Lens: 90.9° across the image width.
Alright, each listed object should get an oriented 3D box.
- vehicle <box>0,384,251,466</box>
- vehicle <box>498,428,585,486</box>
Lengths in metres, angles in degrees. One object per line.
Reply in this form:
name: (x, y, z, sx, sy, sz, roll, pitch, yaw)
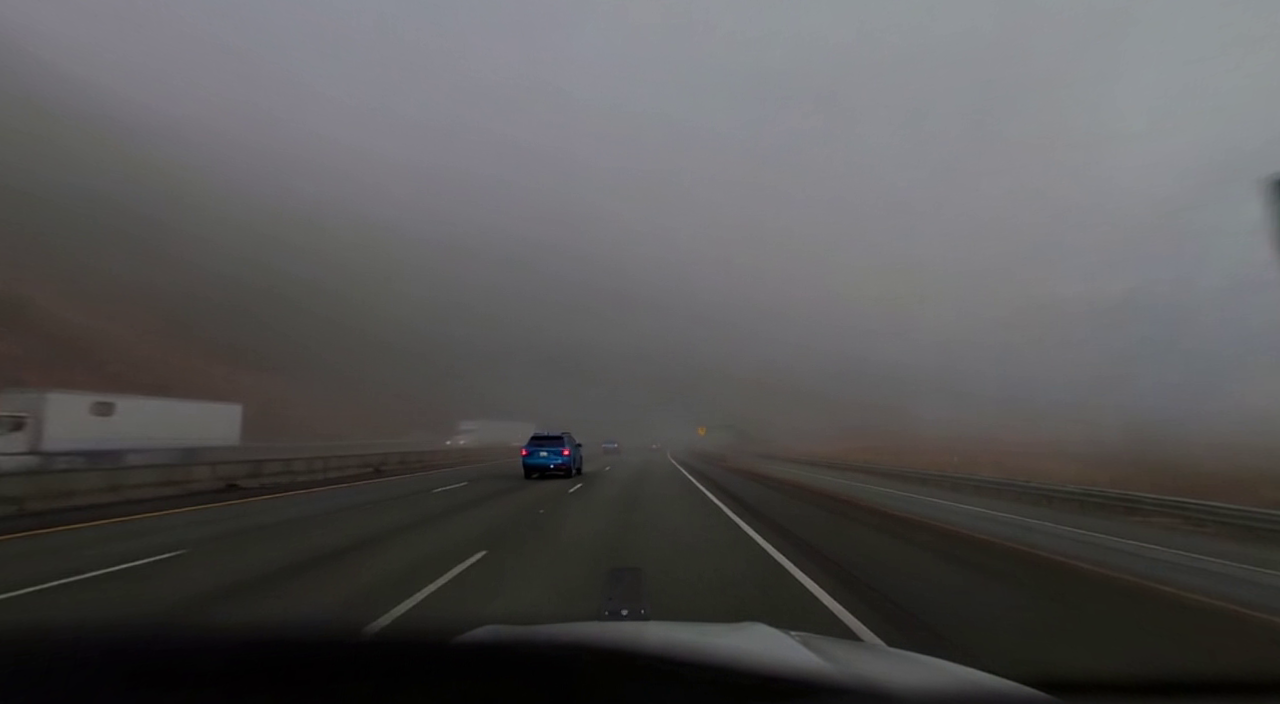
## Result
vehicle: (-32.081, 4.927, 40.658, 2.876, 4.206, 16.437, -1, -8, 3)
vehicle: (-3.176, 3.507, 21.375, 2.138, 1.718, 4.415, 0, -8, 2)
